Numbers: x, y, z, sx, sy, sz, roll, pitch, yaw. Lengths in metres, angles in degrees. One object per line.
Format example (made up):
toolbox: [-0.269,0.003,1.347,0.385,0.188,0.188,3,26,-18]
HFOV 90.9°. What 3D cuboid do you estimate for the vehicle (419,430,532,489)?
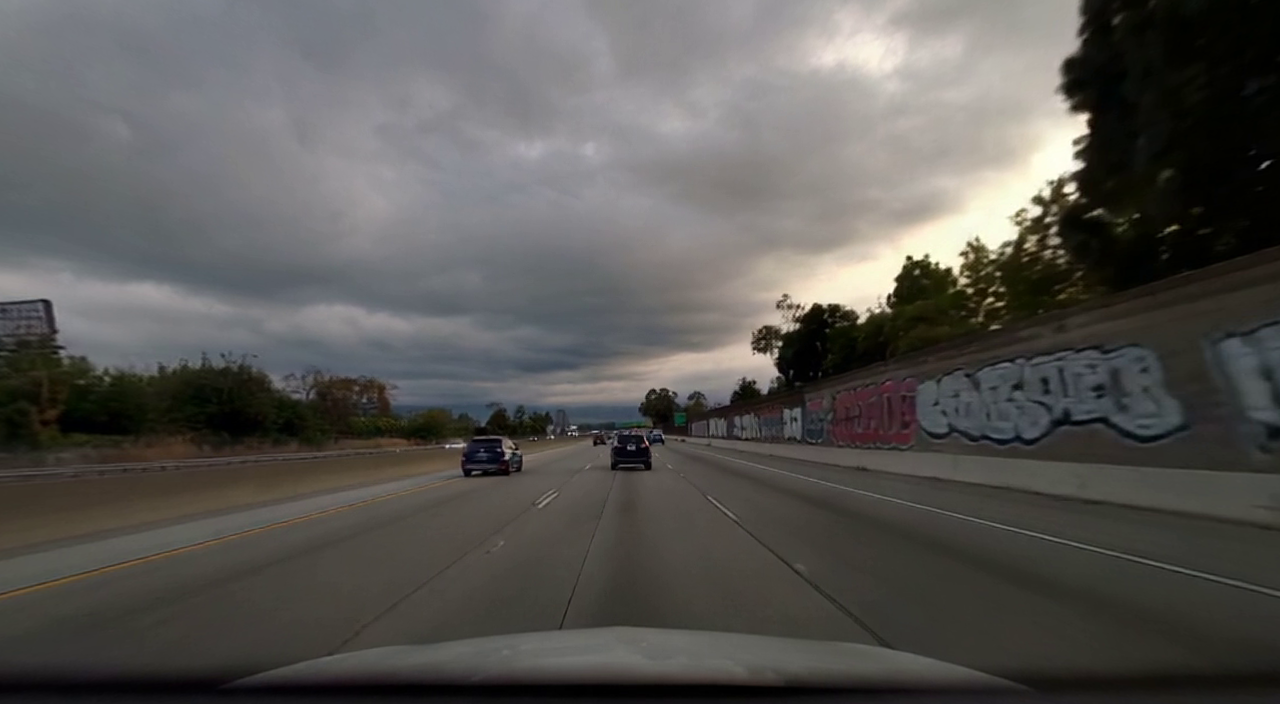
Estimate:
vehicle: [-4.475,2.979,17.910,2.022,1.440,4.491,0,-8,0]

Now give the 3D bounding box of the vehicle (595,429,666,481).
vehicle: [-0.330,3.218,20.007,2.044,1.477,3.693,0,-8,-2]
